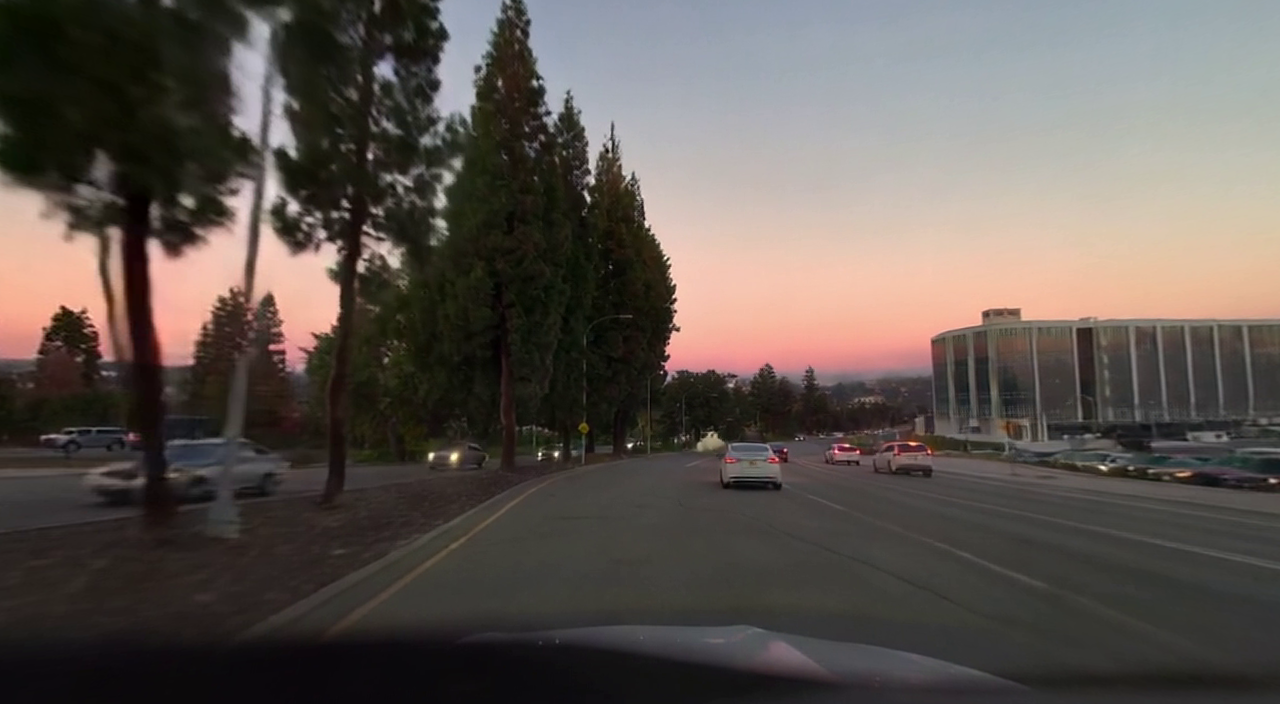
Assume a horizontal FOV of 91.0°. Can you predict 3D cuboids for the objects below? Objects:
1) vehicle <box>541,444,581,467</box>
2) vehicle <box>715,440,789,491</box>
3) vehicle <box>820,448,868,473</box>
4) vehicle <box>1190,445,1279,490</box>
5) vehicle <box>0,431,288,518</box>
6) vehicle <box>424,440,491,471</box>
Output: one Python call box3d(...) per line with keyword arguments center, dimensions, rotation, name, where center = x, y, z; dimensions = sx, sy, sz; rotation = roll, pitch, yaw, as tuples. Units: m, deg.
box3d(center=(-5.783, 7.649, 46.621), dimensions=(1.873, 1.625, 4.104), rotation=(-1, -9, 9), name="vehicle")
box3d(center=(3.862, 3.987, 22.496), dimensions=(2.145, 1.603, 4.369), rotation=(0, -9, 4), name="vehicle")
box3d(center=(12.976, 6.894, 40.273), dimensions=(1.928, 1.488, 4.361), rotation=(0, -9, 5), name="vehicle")
box3d(center=(27.786, 5.165, 28.426), dimensions=(4.719, 1.851, 1.920), rotation=(2, -8, -14), name="vehicle")
box3d(center=(-9.542, 2.366, 12.663), dimensions=(2.089, 1.400, 4.467), rotation=(0, -9, 4), name="vehicle")
box3d(center=(-10.033, 5.726, 35.039), dimensions=(1.990, 1.581, 4.706), rotation=(0, -9, 4), name="vehicle")
